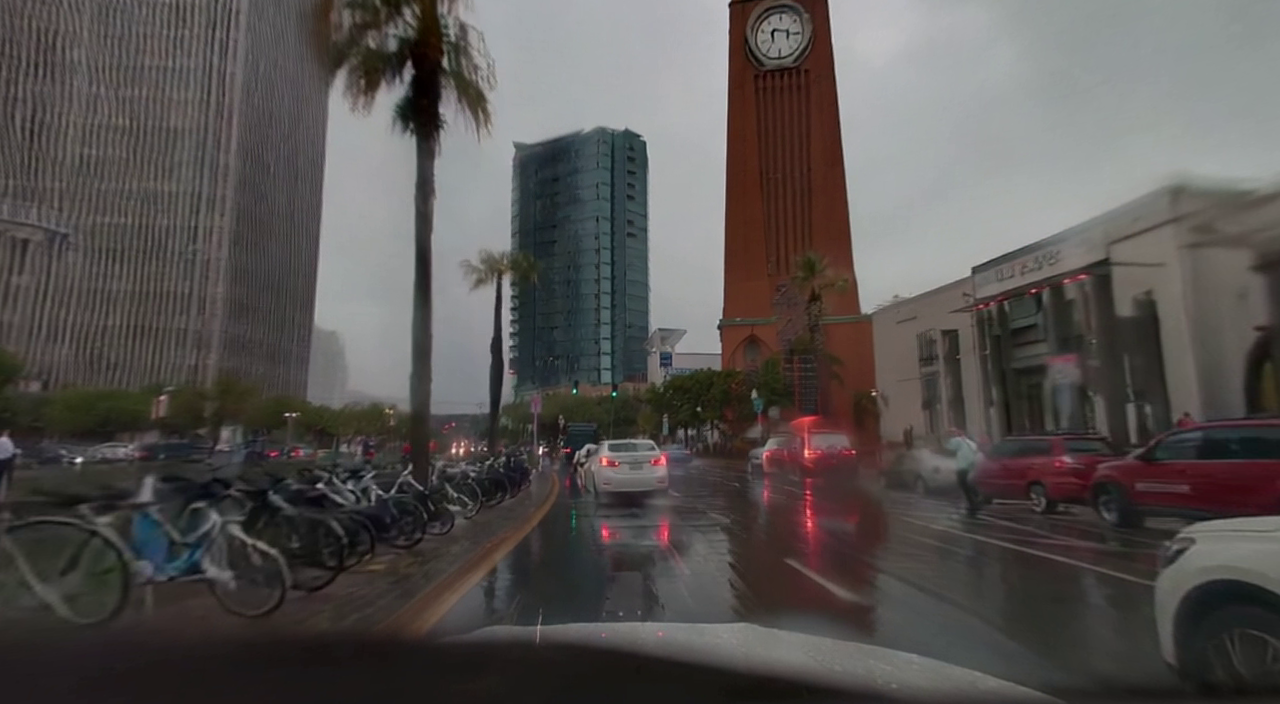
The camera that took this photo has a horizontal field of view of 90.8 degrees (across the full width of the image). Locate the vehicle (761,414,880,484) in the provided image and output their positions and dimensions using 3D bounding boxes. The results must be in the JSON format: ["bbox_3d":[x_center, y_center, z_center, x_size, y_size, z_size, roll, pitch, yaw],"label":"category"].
[{"bbox_3d":[6.882,3.791,24.928,2.377,2.429,5.532,1,-8,-8],"label":"vehicle"}]

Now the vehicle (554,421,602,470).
[{"bbox_3d":[-4.089,5.984,40.701,2.400,2.872,6.053,2,-8,-11],"label":"vehicle"}]

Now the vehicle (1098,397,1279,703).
[{"bbox_3d":[3.515,0.716,0.898,2.116,1.500,4.702,0,-8,-2],"label":"vehicle"}]

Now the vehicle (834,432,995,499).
[{"bbox_3d":[7.639,3.189,18.304,1.945,1.623,5.013,1,-8,-7],"label":"vehicle"}]

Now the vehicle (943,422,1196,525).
[{"bbox_3d":[8.204,2.322,12.676,1.860,1.684,4.211,1,-8,-5],"label":"vehicle"}]

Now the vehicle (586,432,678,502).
[{"bbox_3d":[-0.338,2.960,16.728,2.111,1.605,3.832,1,-8,-5],"label":"vehicle"}]
